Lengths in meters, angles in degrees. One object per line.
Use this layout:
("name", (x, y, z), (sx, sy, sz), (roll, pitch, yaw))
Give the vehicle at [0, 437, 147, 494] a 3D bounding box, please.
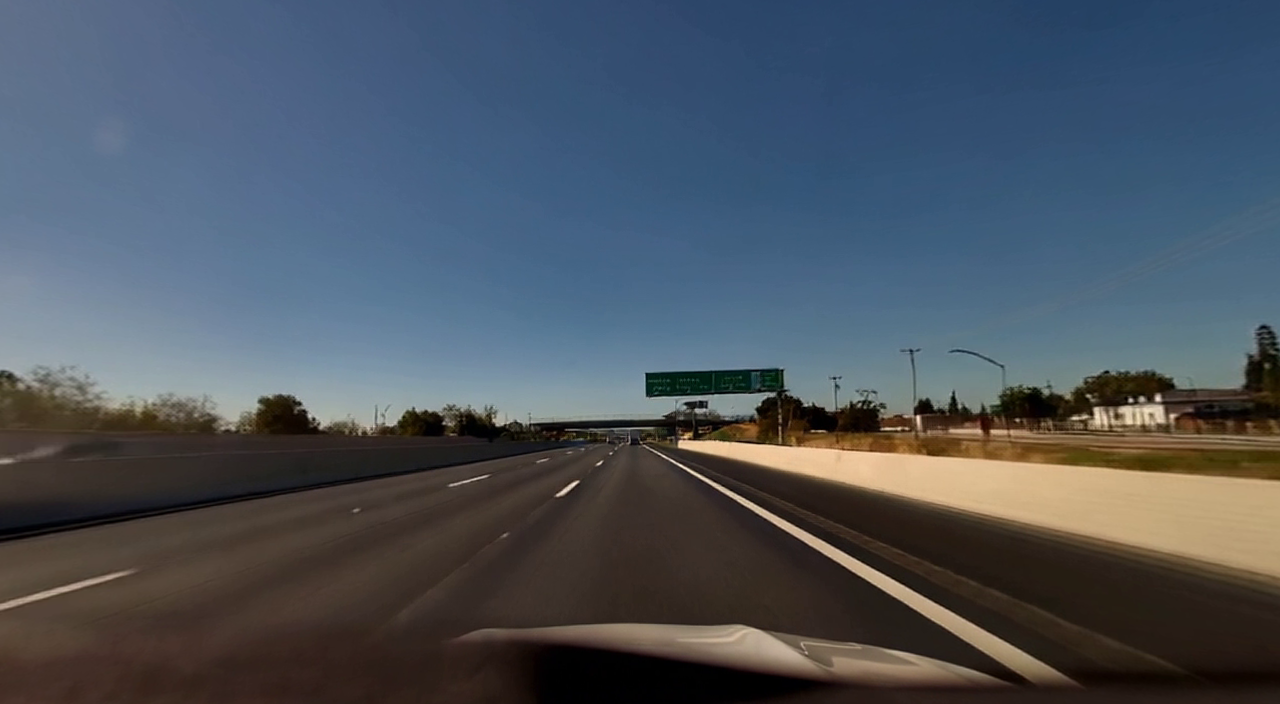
("vehicle", (-19.333, 3.617, 20.662), (2.048, 1.610, 5.199), (0, -8, 0))
